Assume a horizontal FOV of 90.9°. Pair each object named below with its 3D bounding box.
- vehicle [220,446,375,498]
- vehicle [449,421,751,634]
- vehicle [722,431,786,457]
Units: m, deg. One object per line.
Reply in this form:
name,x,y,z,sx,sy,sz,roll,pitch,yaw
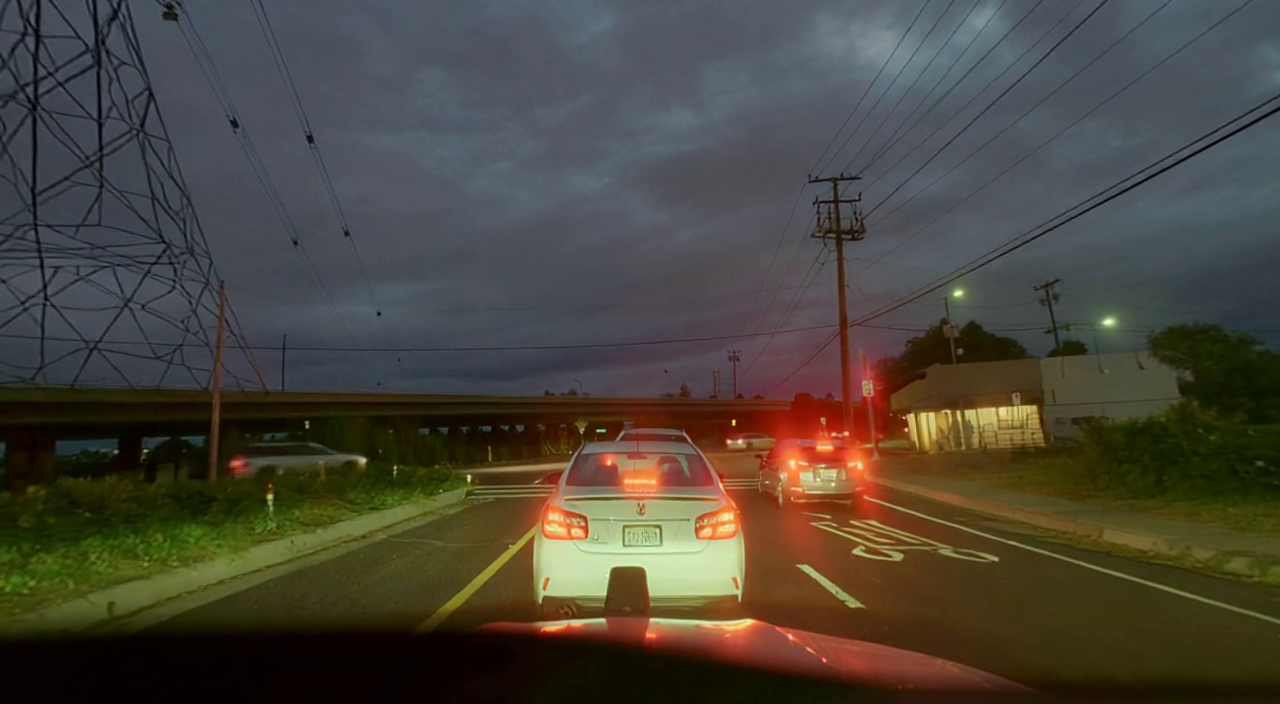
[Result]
vehicle,-12.166,4.208,22.620,4.435,1.637,1.901,8,-12,-44
vehicle,-0.243,1.527,6.460,2.090,1.458,4.033,-1,-9,1
vehicle,7.938,6.365,43.642,1.986,1.667,4.748,-8,-12,43
